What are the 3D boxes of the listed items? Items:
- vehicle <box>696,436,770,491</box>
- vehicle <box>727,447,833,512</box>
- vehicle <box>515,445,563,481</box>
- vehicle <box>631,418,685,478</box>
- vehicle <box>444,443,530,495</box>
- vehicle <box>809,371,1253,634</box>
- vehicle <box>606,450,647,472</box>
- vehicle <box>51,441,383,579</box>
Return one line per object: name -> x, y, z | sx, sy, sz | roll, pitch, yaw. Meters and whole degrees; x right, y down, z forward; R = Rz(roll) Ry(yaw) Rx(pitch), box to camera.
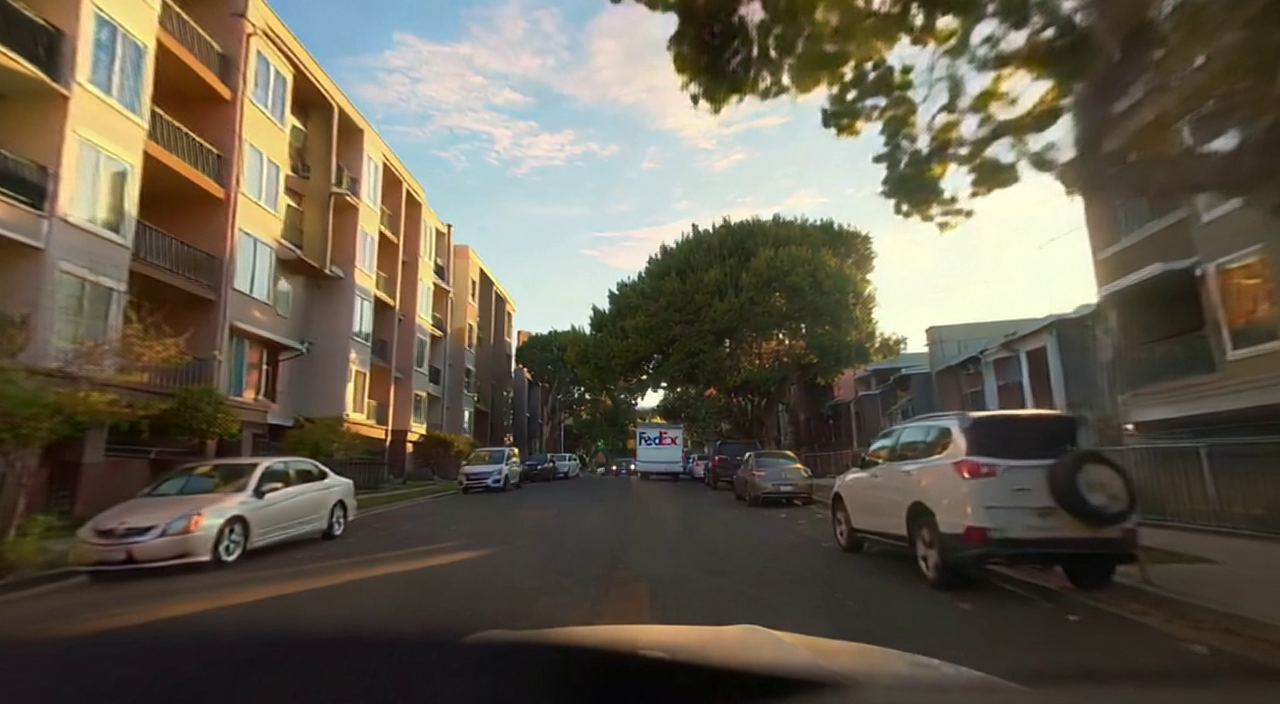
vehicle -> 3.692, 4.543, 26.112 | 2.221, 1.991, 5.564 | 0, -9, 0
vehicle -> 3.575, 3.316, 17.049 | 1.877, 1.500, 4.407 | 0, -9, 0
vehicle -> -5.564, 6.164, 35.346 | 2.020, 1.867, 4.654 | 0, -9, -1
vehicle -> 0.940, 5.870, 38.822 | 2.930, 3.275, 8.180 | 0, -9, -1
vehicle -> -5.694, 4.392, 24.130 | 2.089, 1.757, 4.256 | 0, -9, 2
vehicle -> 3.630, 1.466, 7.053 | 2.099, 2.018, 4.087 | 0, -9, -4
vehicle -> -0.943, 8.021, 46.665 | 1.981, 1.500, 3.992 | -2, -9, 14
vehicle -> -5.724, 2.131, 9.413 | 1.888, 1.546, 4.306 | 0, -9, 1
